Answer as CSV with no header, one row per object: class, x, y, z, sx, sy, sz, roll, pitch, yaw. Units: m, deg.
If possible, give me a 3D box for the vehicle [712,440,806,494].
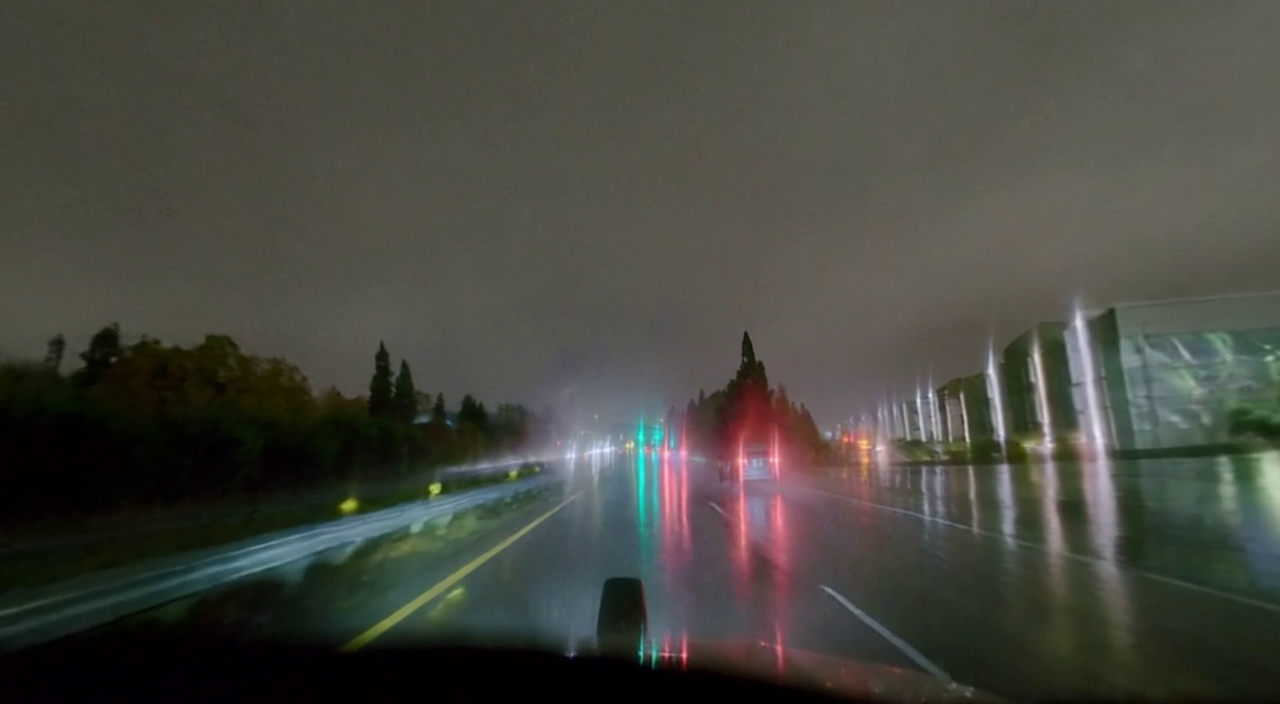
vehicle,3.682,3.646,20.446,2.042,1.518,4.477,0,-8,-2
